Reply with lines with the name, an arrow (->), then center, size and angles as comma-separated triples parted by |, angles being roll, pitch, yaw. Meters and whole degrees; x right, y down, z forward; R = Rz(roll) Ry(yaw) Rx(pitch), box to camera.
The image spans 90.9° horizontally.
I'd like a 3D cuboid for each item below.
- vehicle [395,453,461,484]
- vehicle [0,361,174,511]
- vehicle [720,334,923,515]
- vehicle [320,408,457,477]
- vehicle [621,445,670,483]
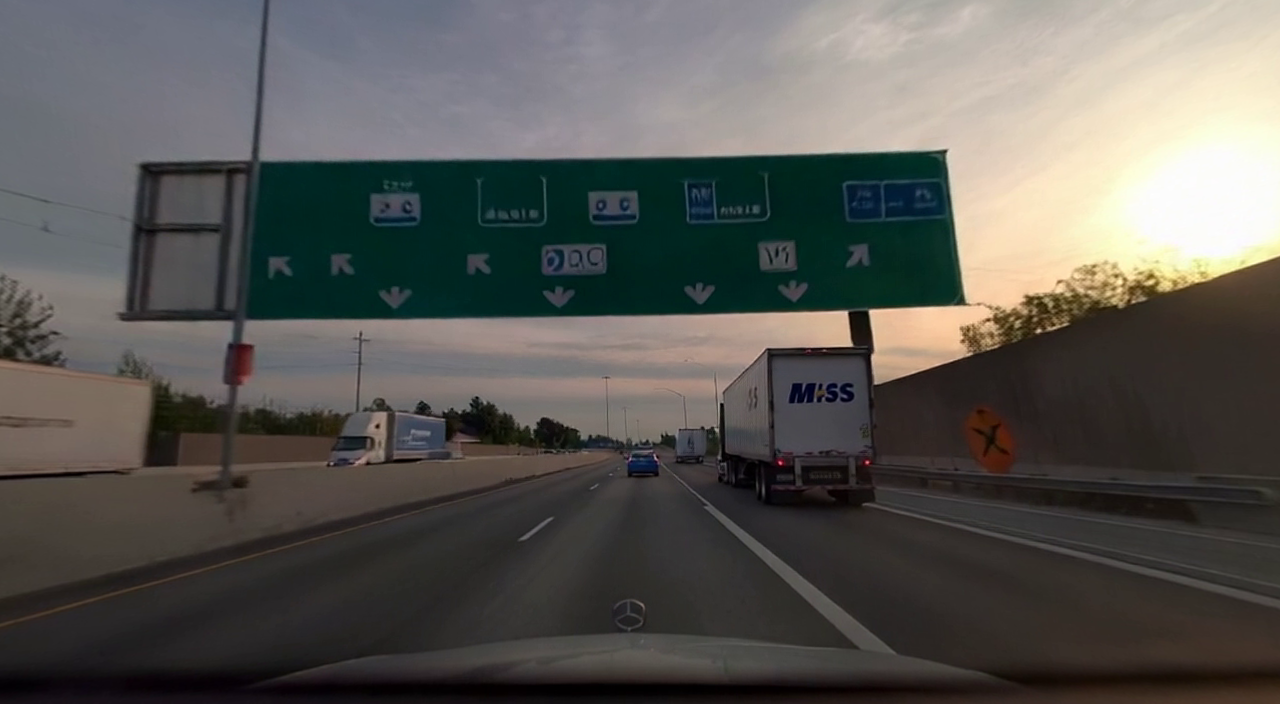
vehicle -> -10.684, 5.885, 32.082 | 2.016, 1.450, 3.690 | 0, -9, 1
vehicle -> -18.427, 2.323, 17.262 | 2.753, 3.956, 11.031 | 0, -9, 0
vehicle -> 5.011, 2.692, 21.465 | 3.002, 4.104, 14.174 | 0, -9, 1
vehicle -> -17.429, 6.750, 46.028 | 3.305, 4.034, 16.829 | 1, -9, -1
vehicle -> 0.265, 5.204, 29.529 | 2.121, 1.642, 3.828 | 0, -9, 1
